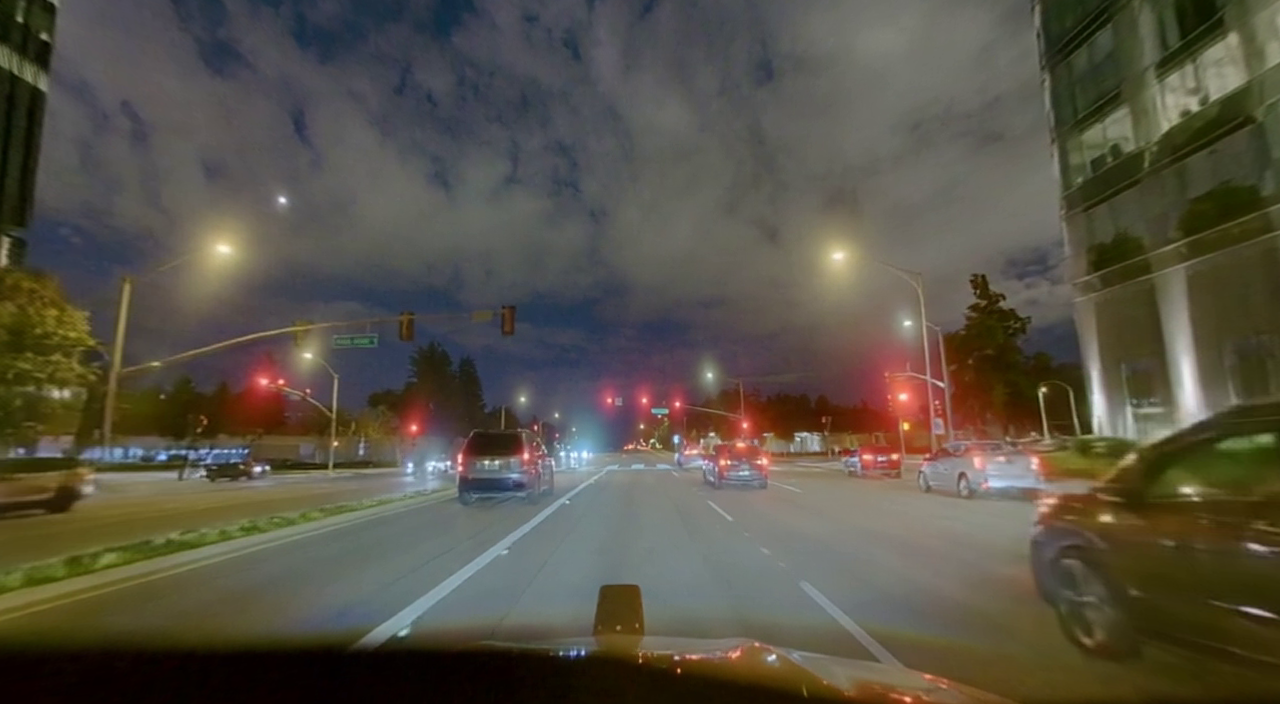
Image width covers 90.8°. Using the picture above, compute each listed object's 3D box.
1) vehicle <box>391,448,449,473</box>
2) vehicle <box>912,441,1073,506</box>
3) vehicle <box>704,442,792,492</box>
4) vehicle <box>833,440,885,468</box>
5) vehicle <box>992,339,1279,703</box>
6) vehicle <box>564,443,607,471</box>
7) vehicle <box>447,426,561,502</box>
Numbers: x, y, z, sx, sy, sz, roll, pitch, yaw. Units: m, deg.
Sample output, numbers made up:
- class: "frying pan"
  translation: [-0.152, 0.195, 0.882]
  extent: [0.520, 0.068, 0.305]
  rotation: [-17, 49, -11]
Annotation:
- class: "vehicle"
  translation: [-14.099, 6.958, 40.821]
  extent: [1.919, 1.475, 4.467]
  rotation: [-1, -9, 4]
- class: "vehicle"
  translation: [9.079, 3.146, 16.779]
  extent: [1.884, 1.478, 4.164]
  rotation: [0, -9, 0]
- class: "vehicle"
  translation: [3.472, 3.806, 21.305]
  extent: [2.054, 1.473, 4.511]
  rotation: [0, -9, -2]
- class: "vehicle"
  translation: [13.644, 6.300, 39.249]
  extent: [2.173, 1.614, 4.335]
  rotation: [-5, -10, 29]
- class: "vehicle"
  translation: [3.673, 0.767, 2.184]
  extent: [2.152, 1.742, 4.704]
  rotation: [0, -9, 0]
- class: "vehicle"
  translation: [-3.001, 5.899, 35.674]
  extent: [2.032, 1.442, 4.336]
  rotation: [0, -9, 0]
- class: "vehicle"
  translation: [-3.512, 2.982, 17.142]
  extent: [2.155, 1.797, 3.989]
  rotation: [0, -9, 1]
